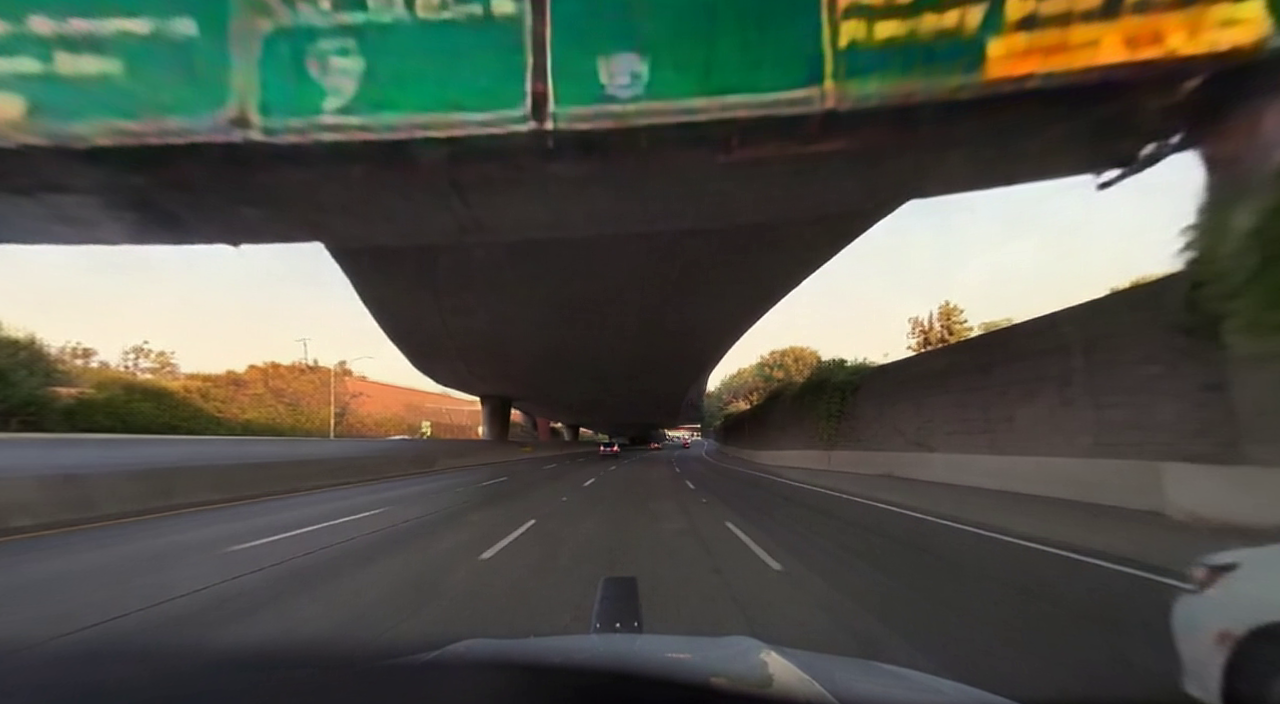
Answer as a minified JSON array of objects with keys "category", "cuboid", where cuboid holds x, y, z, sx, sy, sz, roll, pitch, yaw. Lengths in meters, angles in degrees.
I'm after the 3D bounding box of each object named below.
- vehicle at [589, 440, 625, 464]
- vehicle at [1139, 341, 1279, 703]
[{"category":"vehicle","cuboid":[-2.249,7.005,44.269,2.088,1.565,4.410,-1,-8,3]},{"category":"vehicle","cuboid":[3.672,0.599,1.068,2.090,1.715,4.228,0,-8,-1]}]
